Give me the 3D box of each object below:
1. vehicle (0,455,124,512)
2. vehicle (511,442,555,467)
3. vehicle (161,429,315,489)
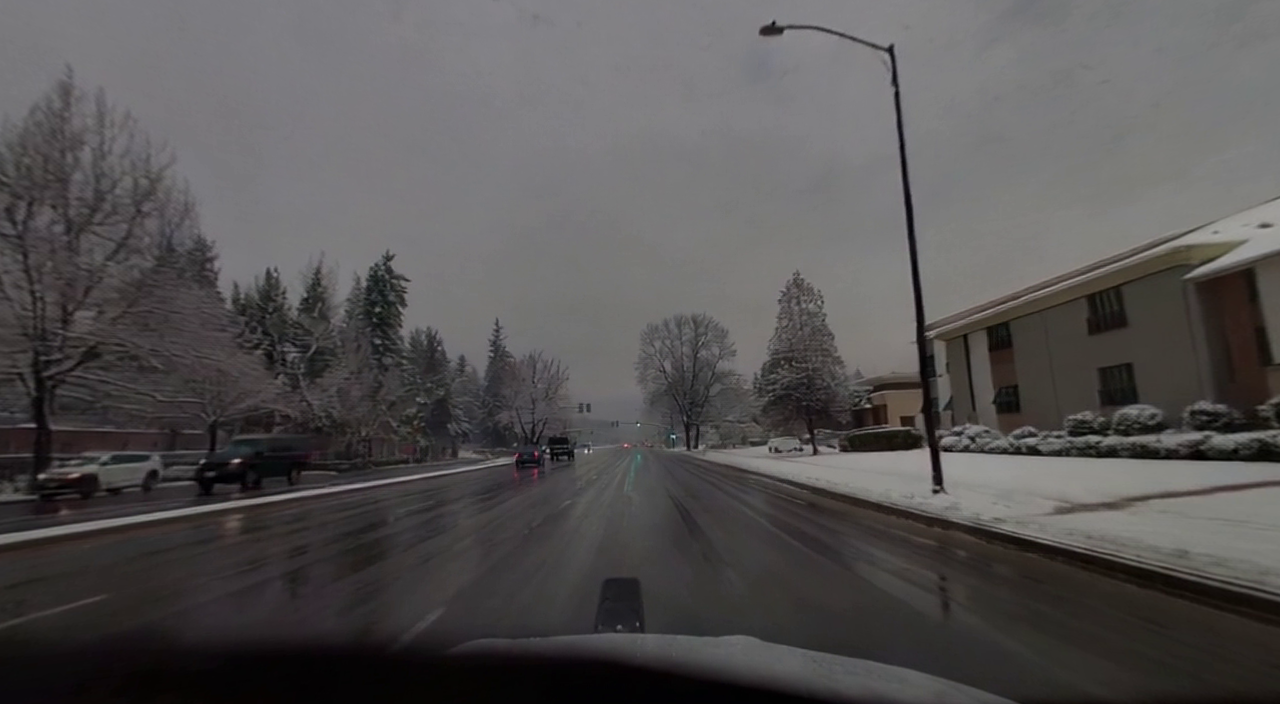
[{"bbox_3d":[-17.927,3.797,18.620,1.794,1.449,4.384,0,-9,-1],"label":"vehicle"},{"bbox_3d":[-6.590,6.352,39.288,1.970,1.456,4.441,0,-9,0],"label":"vehicle"},{"bbox_3d":[-15.024,4.032,24.140,2.326,2.030,5.373,0,-9,0],"label":"vehicle"}]
